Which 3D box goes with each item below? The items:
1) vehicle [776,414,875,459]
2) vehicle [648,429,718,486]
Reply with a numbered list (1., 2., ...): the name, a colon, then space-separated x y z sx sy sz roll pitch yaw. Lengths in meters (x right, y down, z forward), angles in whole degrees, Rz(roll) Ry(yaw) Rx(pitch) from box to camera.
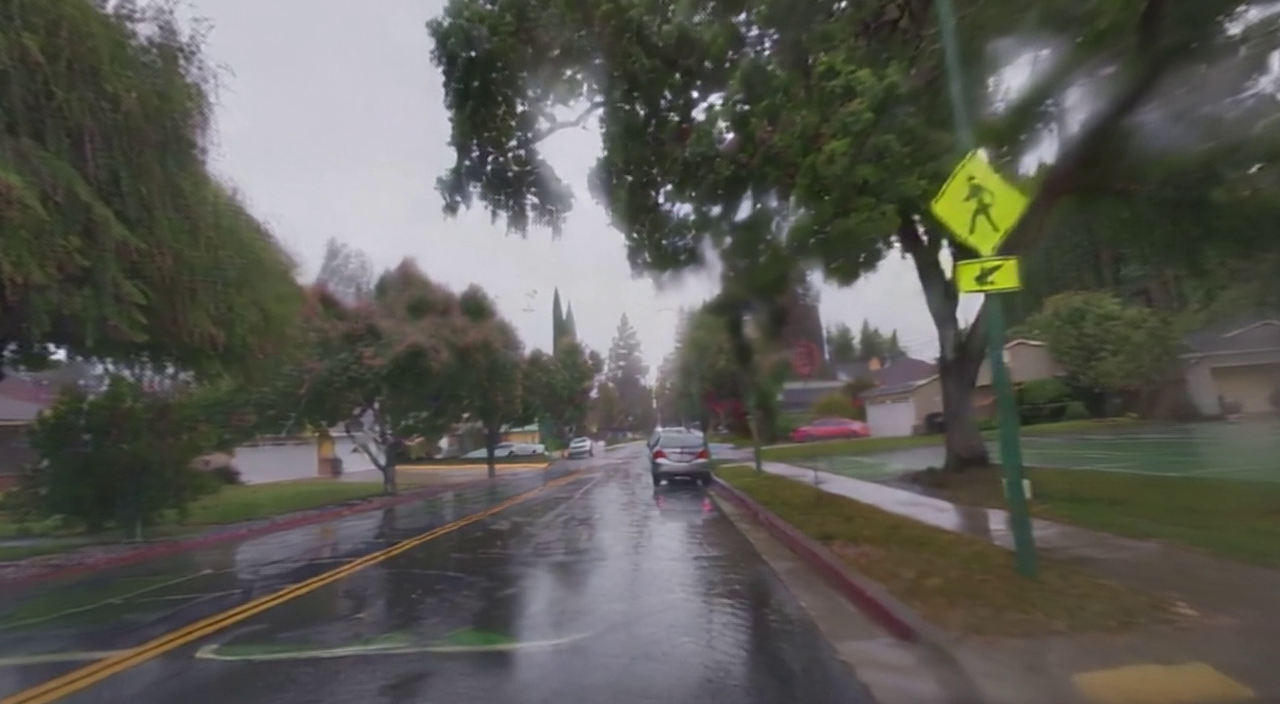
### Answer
1. vehicle: 9.071 4.126 30.898 4.390 1.696 1.954 -2 -7 -29
2. vehicle: 1.445 3.682 22.294 2.204 1.776 4.262 -1 -8 2
